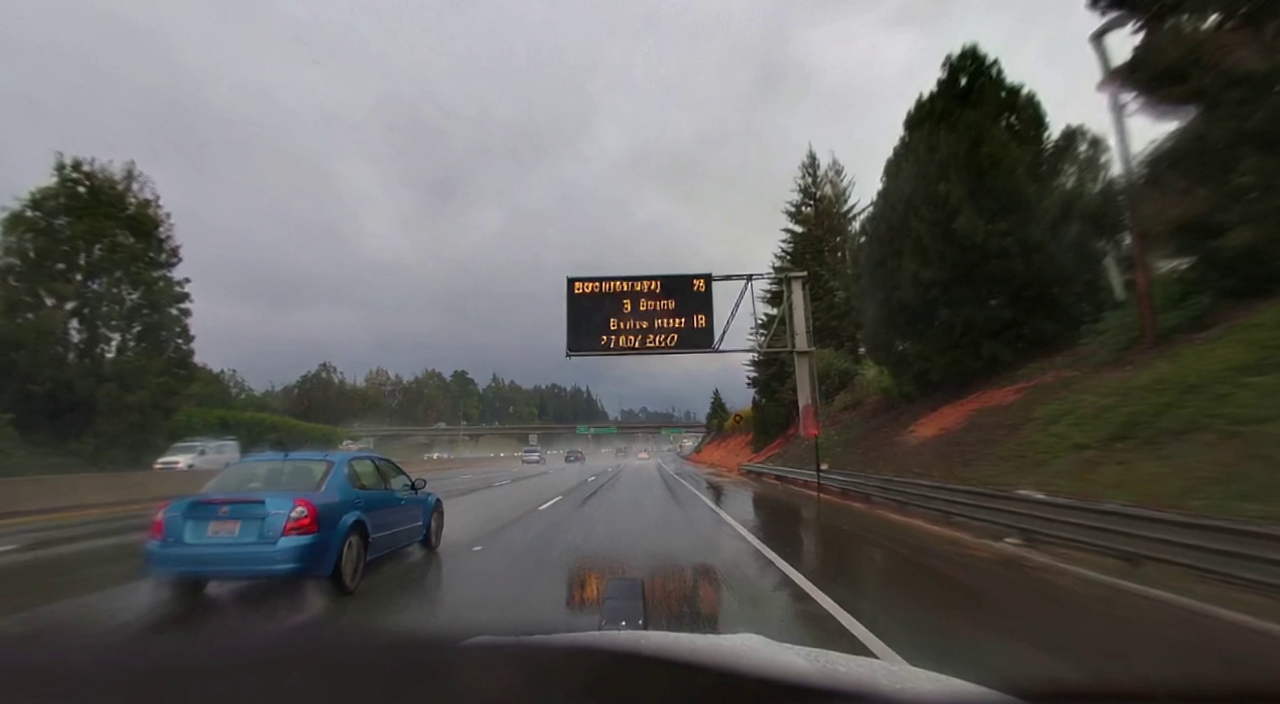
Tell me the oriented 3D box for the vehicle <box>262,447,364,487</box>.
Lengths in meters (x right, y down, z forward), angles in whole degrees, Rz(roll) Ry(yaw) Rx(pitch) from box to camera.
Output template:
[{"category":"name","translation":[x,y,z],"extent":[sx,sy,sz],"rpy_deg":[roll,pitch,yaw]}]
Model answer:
[{"category":"vehicle","translation":[-16.889,5.927,33.041],"extent":[2.170,1.891,5.744],"rpy_deg":[0,-8,1]}]

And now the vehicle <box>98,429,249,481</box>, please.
[{"category":"vehicle","translation":[-20.766,4.632,28.580],"extent":[2.053,2.088,6.081],"rpy_deg":[0,-8,1]}]
